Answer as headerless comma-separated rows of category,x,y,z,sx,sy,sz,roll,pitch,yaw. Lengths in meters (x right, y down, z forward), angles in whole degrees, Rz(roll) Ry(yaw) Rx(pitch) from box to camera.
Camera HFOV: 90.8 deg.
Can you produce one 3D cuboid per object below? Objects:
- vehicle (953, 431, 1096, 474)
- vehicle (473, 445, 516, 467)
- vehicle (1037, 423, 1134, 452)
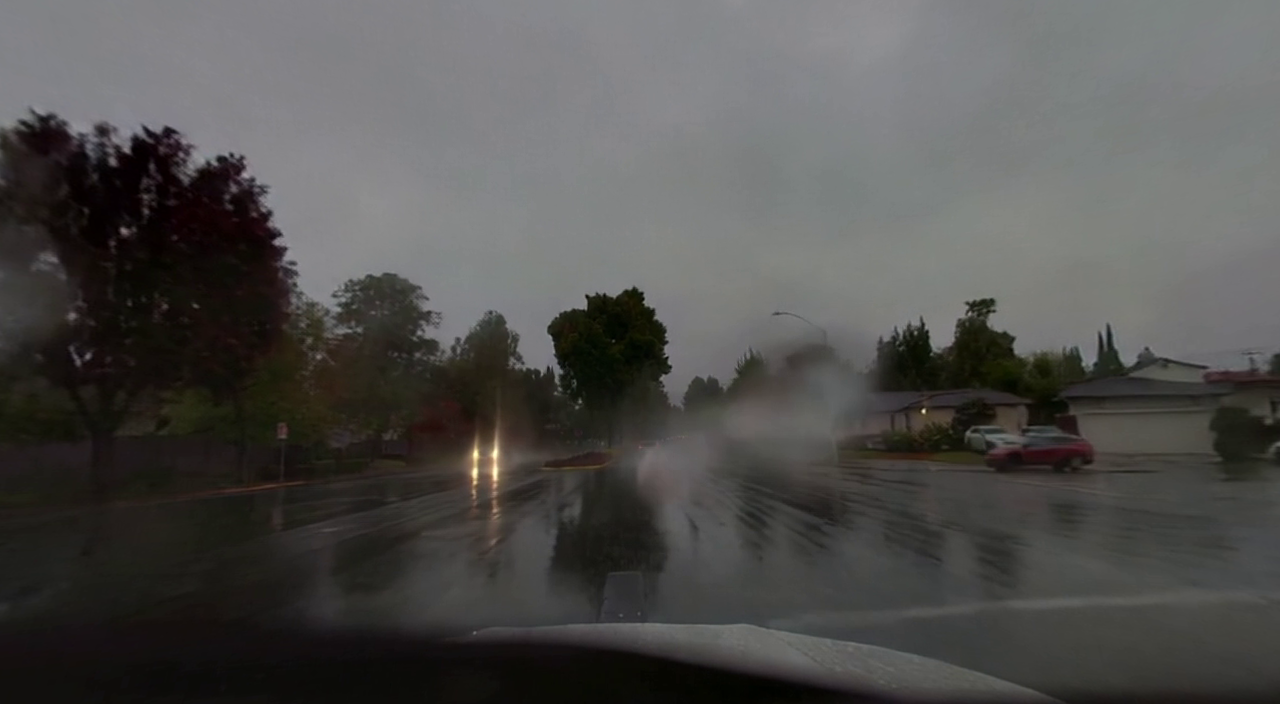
vehicle,15.948,4.217,26.538,4.696,1.651,2.218,-3,-9,20
vehicle,-10.432,7.466,45.648,1.960,1.465,4.194,-1,-8,2
vehicle,24.625,4.776,35.179,1.982,1.503,4.572,0,-8,-2
